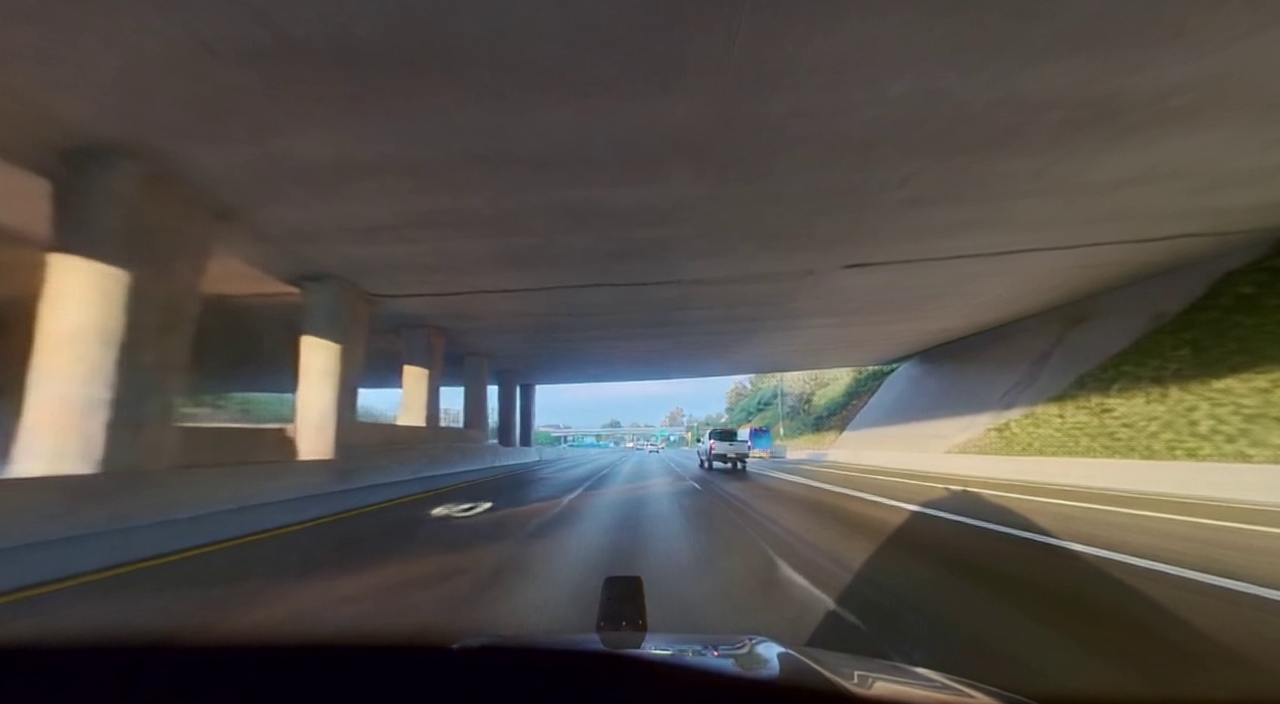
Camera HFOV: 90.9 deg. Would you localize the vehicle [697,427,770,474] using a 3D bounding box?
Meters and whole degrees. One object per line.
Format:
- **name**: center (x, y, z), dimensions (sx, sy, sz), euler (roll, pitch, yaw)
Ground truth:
- **vehicle**: center (4.271, 4.644, 29.919), dimensions (2.505, 2.020, 5.532), euler (0, -8, -1)
